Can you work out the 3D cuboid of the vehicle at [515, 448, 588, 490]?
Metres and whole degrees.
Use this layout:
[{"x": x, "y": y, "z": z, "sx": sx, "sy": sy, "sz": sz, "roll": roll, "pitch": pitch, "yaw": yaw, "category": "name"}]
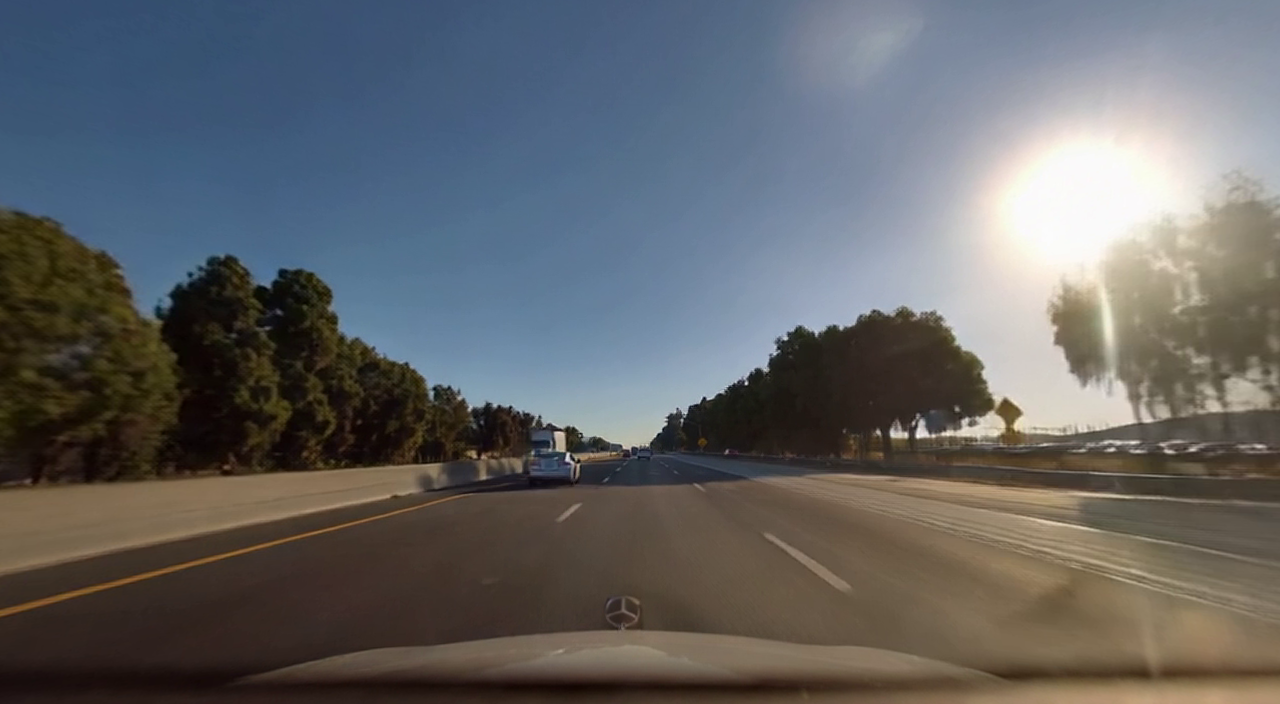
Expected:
[{"x": -3.440, "y": 4.640, "z": 25.361, "sx": 2.162, "sy": 1.493, "sz": 4.583, "roll": 0, "pitch": -9, "yaw": 1, "category": "vehicle"}]
